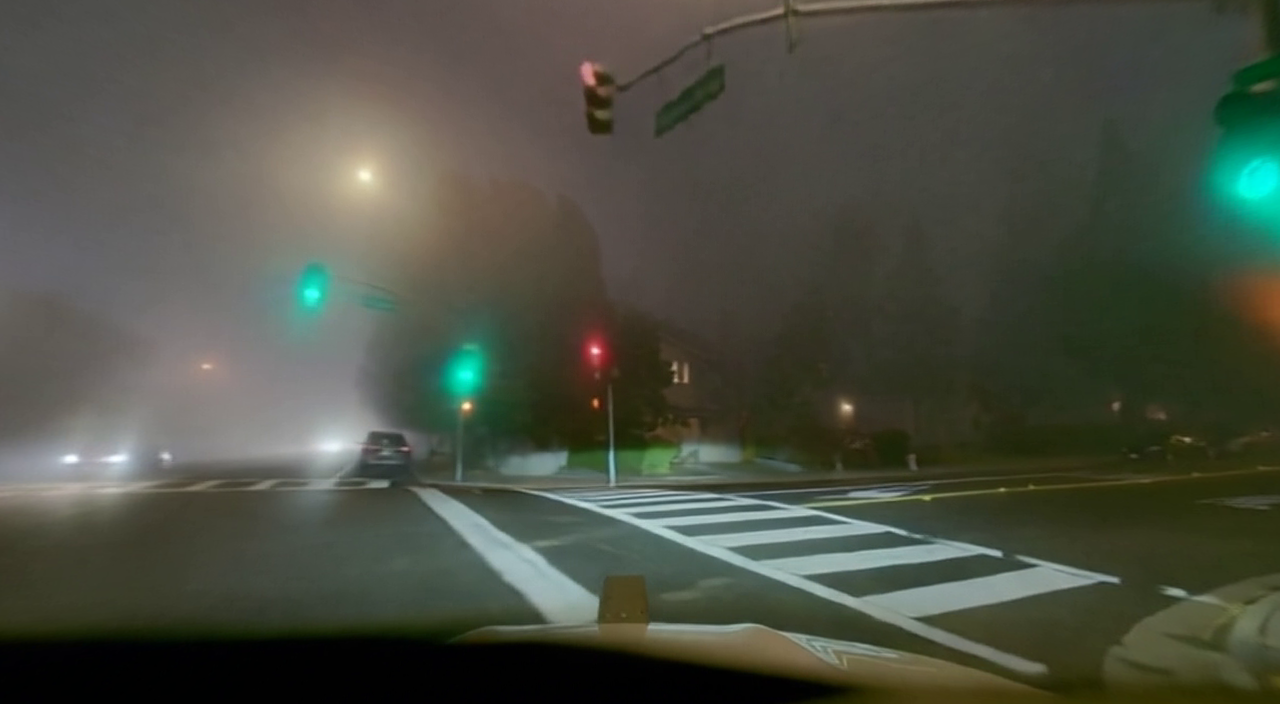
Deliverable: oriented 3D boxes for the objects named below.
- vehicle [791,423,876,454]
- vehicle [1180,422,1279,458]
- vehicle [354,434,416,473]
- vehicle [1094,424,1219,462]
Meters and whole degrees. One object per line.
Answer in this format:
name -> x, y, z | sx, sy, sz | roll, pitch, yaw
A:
vehicle -> 10.809, 4.886, 35.505 | 2.028, 1.595, 4.554 | 4, -9, -24
vehicle -> 26.993, 4.024, 28.498 | 4.518, 1.477, 1.948 | 4, -10, -23
vehicle -> -10.779, 4.239, 26.519 | 2.149, 1.507, 4.160 | 4, -9, -24
vehicle -> 21.323, 3.790, 26.004 | 4.671, 1.470, 1.963 | 4, -11, -24
